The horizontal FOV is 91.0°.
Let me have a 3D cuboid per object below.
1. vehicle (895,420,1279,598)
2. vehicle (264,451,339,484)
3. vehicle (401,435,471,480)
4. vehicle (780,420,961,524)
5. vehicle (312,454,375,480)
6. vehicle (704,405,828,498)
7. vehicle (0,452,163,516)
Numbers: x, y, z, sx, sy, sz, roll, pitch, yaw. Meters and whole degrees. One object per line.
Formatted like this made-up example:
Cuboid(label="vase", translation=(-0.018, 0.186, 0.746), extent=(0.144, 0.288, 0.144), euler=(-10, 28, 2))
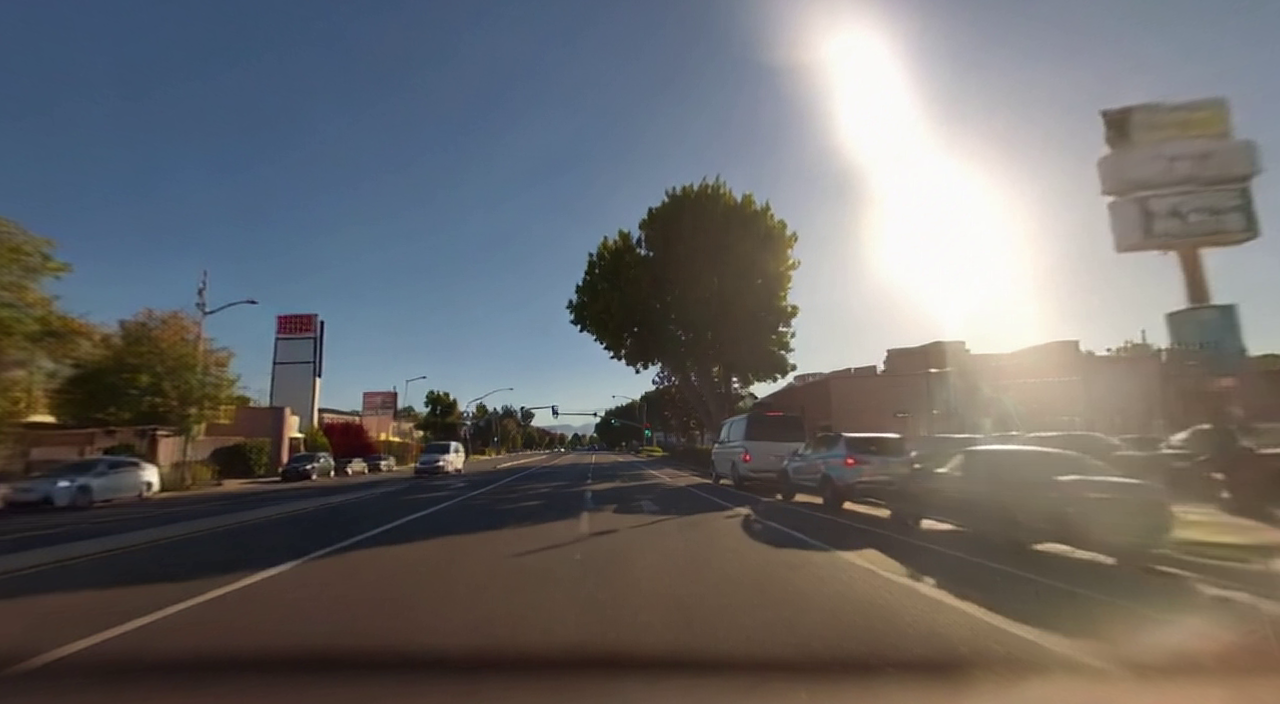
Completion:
Cuboid(label="vehicle", translation=(5.570, 1.923, 8.650), extent=(1.952, 1.771, 4.385), euler=(1, -9, -5))
Cuboid(label="vehicle", translation=(-18.582, 6.328, 34.796), extent=(2.021, 1.695, 4.372), euler=(1, -9, -5))
Cuboid(label="vehicle", translation=(-10.077, 5.255, 31.574), extent=(2.235, 2.023, 4.923), euler=(1, -9, -5))
Cuboid(label="vehicle", translation=(5.111, 2.749, 14.972), extent=(2.002, 2.010, 5.145), euler=(1, -9, -4))
Cuboid(label="vehicle", translation=(-19.025, 7.376, 40.651), extent=(1.906, 1.509, 4.834), euler=(0, -9, -2))
Cuboid(label="vehicle", translation=(4.335, 3.582, 23.205), extent=(2.739, 2.866, 6.142), euler=(-1, -7, -5))
Cuboid(label="vehicle", translation=(-17.512, 4.024, 19.677), extent=(1.928, 1.718, 4.279), euler=(0, -9, -3))
